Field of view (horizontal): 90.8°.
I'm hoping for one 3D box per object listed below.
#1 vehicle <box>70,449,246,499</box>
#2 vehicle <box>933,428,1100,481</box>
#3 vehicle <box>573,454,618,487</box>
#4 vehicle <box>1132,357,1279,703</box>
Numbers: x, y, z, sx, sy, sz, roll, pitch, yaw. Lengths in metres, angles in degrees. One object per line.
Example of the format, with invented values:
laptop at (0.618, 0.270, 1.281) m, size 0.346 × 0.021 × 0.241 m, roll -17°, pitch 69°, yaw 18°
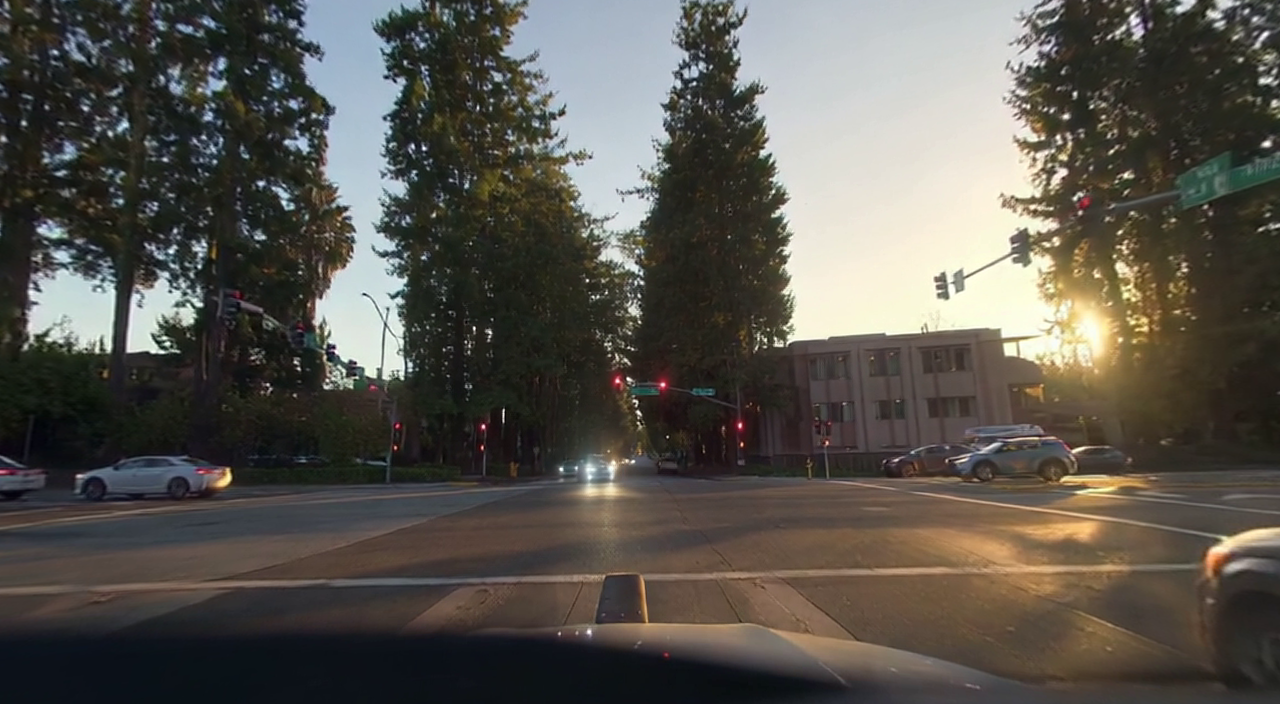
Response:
vehicle at (-18.730, 4.763, 24.795) m, size 4.798 × 1.763 × 2.536 m, roll 0°, pitch -10°, yaw 0°
vehicle at (17.651, 4.844, 29.925) m, size 6.109 × 2.348 × 2.683 m, roll 0°, pitch -8°, yaw 0°
vehicle at (-2.761, 7.142, 38.324) m, size 2.162 × 1.740 × 4.728 m, roll 1°, pitch -8°, yaw -10°
vehicle at (3.756, 0.668, 1.396) m, size 2.227 × 1.705 × 4.719 m, roll -2°, pitch -8°, yaw 11°
